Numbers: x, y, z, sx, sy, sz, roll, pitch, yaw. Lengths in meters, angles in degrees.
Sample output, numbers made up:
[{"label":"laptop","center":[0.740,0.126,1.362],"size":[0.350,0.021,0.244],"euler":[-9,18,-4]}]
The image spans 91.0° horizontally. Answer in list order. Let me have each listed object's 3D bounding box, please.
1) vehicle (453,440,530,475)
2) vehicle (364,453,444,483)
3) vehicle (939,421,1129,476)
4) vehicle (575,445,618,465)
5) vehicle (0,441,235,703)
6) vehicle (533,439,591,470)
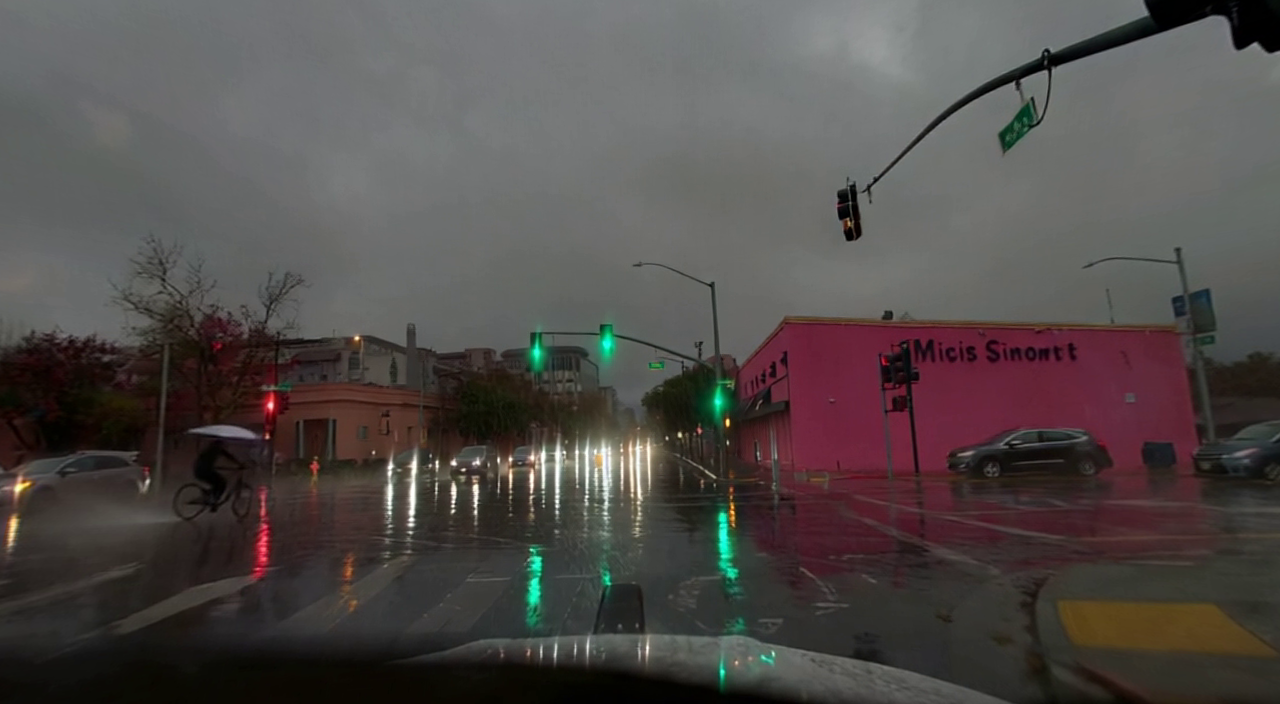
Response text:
[{"label":"vehicle","center":[-8.373,5.974,36.045],"size":[2.152,1.825,5.406],"euler":[-2,-9,12]},{"label":"vehicle","center":[-12.561,6.168,33.875],"size":[1.976,1.425,4.567],"euler":[-1,-9,9]},{"label":"vehicle","center":[11.581,2.877,18.792],"size":[4.355,1.546,1.820],"euler":[-1,-9,6]},{"label":"vehicle","center":[-2.987,7.185,44.132],"size":[1.743,1.362,4.350],"euler":[-2,-9,14]},{"label":"vehicle","center":[-3.691,0.968,2.156],"size":[1.759,1.325,4.295],"euler":[0,-9,0]},{"label":"vehicle","center":[-4.479,5.976,36.867],"size":[1.928,1.647,4.575],"euler":[-2,-9,13]}]
